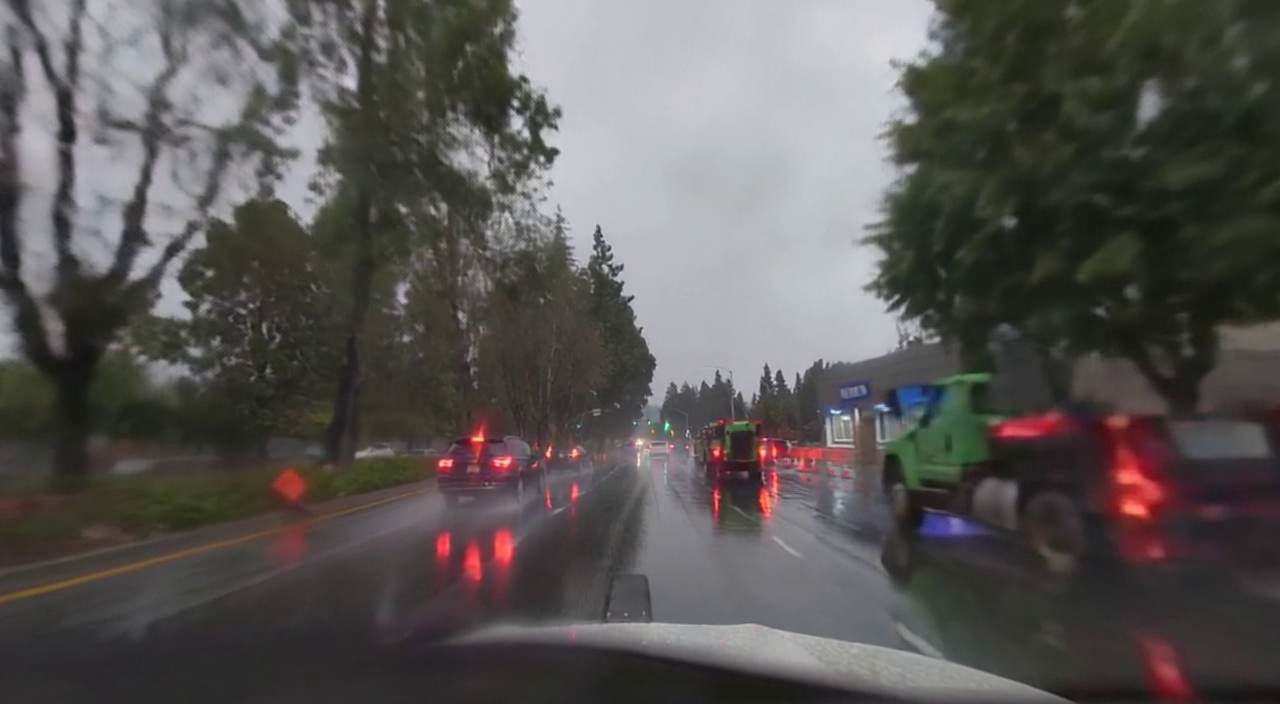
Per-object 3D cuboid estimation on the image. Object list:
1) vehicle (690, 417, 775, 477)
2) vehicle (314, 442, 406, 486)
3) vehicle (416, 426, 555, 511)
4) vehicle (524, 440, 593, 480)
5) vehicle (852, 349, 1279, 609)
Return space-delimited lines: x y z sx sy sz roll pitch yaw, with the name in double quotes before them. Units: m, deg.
"vehicle" 4.181 4.575 30.461 2.760 2.465 7.936 0 -8 -1
"vehicle" -12.278 4.918 27.981 1.920 1.758 4.452 0 -8 1
"vehicle" -3.400 2.658 14.880 2.038 1.682 4.399 0 -8 2
"vehicle" -3.239 4.407 26.047 2.107 1.482 4.674 0 -8 1
"vehicle" 5.435 1.577 8.877 2.653 2.231 6.793 0 -8 1
